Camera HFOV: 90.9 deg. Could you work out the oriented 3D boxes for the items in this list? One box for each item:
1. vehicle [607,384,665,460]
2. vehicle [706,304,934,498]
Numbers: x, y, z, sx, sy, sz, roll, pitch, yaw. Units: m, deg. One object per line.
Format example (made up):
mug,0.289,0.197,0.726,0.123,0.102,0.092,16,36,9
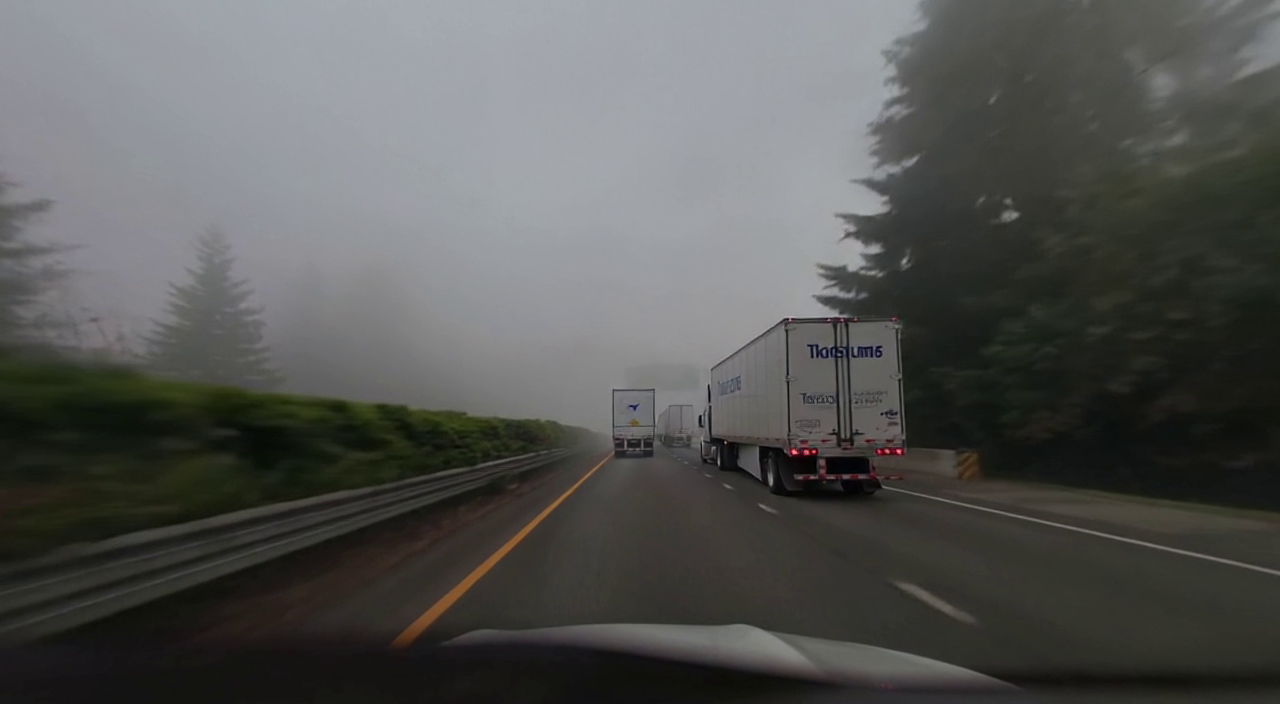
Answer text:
vehicle,-0.294,4.305,37.809,2.958,3.917,10.196,0,-8,-1
vehicle,4.562,1.985,20.712,2.856,4.145,14.500,0,-8,-2
